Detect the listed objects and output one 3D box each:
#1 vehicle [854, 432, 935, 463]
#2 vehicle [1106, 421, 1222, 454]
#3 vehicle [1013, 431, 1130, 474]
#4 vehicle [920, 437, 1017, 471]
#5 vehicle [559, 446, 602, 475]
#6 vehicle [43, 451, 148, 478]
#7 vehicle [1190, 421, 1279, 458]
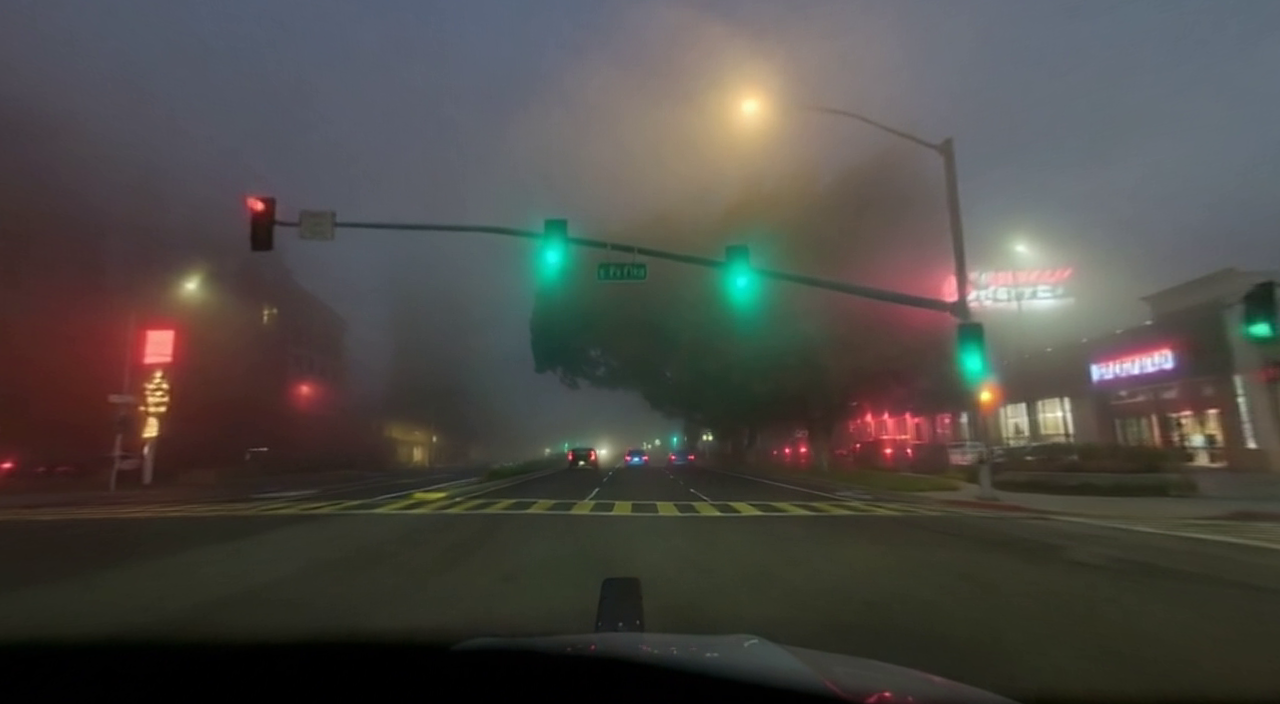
[{"bbox_3d":[16.570,6.209,41.081,5.004,1.893,2.228,5,-10,-32],"label":"vehicle"},{"bbox_3d":[29.579,4.930,35.926,2.053,1.559,5.138,-3,-10,-1],"label":"vehicle"},{"bbox_3d":[17.223,3.993,25.180,4.759,1.476,1.911,3,-12,-32],"label":"vehicle"},{"bbox_3d":[16.334,5.027,31.383,4.673,1.555,2.010,5,-10,-30],"label":"vehicle"},{"bbox_3d":[-3.372,6.226,36.539,2.035,1.564,4.702,0,-8,0],"label":"vehicle"},{"bbox_3d":[-33.589,6.937,39.082,4.544,1.515,2.218,-1,-8,3],"label":"vehicle"},{"bbox_3d":[29.737,4.253,30.525,1.972,1.640,4.885,0,-8,1],"label":"vehicle"}]
